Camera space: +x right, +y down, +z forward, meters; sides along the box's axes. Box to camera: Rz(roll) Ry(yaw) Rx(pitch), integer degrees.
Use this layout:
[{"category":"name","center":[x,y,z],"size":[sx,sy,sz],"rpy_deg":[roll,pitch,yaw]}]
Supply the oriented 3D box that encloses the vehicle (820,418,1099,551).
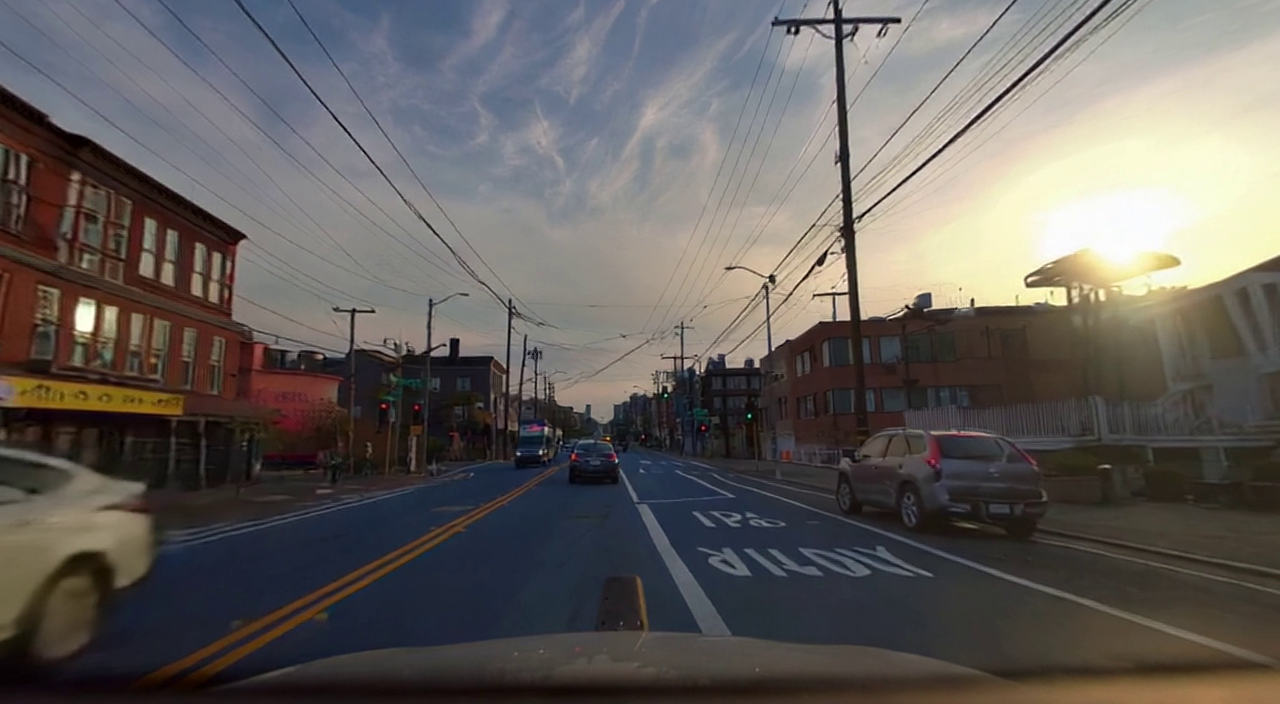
[{"category":"vehicle","center":[5.508,2.367,12.151],"size":[2.197,1.917,5.637],"rpy_deg":[1,-9,-3]}]

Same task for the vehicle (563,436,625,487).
[{"category":"vehicle","center":[-1.577,3.866,22.589],"size":[1.980,1.635,3.795],"rpy_deg":[1,-8,-2]}]

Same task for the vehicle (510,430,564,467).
[{"category":"vehicle","center":[-7.132,6.807,44.634],"size":[2.704,2.334,7.209],"rpy_deg":[0,-9,-1]}]

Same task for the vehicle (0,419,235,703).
[{"category":"vehicle","center":[-4.382,1.064,3.031],"size":[2.181,1.500,4.319],"rpy_deg":[1,-9,-3]}]
